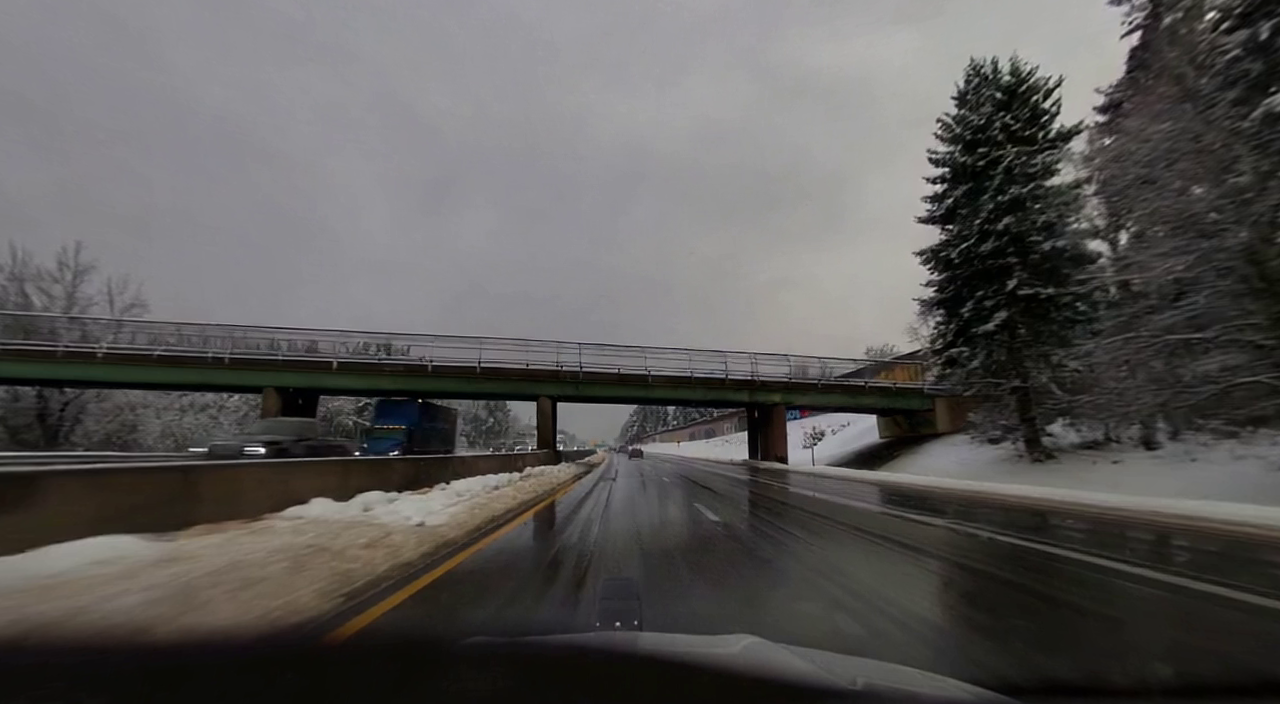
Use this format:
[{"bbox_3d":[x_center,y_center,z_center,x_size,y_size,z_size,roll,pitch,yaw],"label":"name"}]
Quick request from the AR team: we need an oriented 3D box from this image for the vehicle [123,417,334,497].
[{"bbox_3d":[-9.305,2.436,14.764,1.964,1.571,4.454,0,-9,0],"label":"vehicle"}]

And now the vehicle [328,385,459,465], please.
[{"bbox_3d":[-14.437,4.745,38.596,3.020,3.998,14.022,0,-9,-3],"label":"vehicle"}]
